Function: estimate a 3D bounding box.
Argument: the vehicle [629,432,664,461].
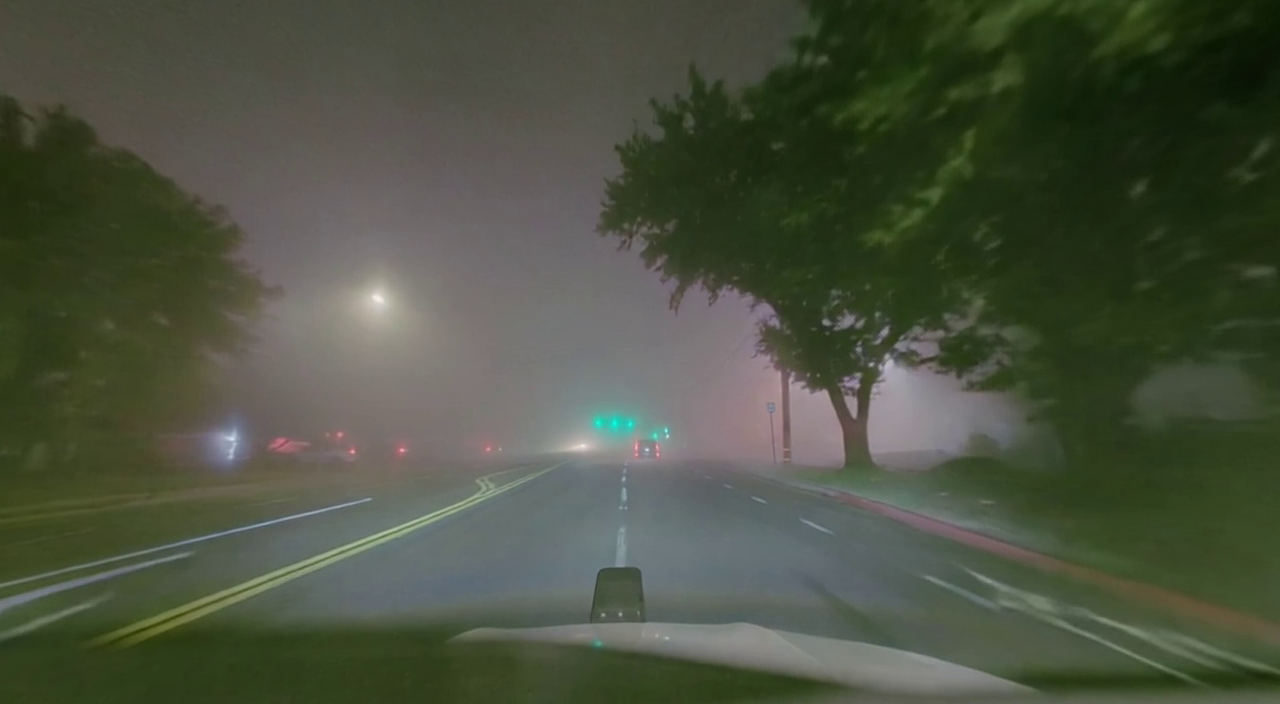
[{"bbox_3d":[0.391,6.383,42.696,2.215,1.799,4.426,0,-8,-2],"label":"vehicle"}]

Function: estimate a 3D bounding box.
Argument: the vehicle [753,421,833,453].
[{"bbox_3d":[11.959,6.675,49.590,5.577,2.450,2.199,0,-8,-4],"label":"vehicle"}]

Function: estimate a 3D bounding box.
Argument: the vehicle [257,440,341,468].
[{"bbox_3d":[-21.376,6.416,39.734,4.206,1.721,1.807,0,-8,0],"label":"vehicle"}]
